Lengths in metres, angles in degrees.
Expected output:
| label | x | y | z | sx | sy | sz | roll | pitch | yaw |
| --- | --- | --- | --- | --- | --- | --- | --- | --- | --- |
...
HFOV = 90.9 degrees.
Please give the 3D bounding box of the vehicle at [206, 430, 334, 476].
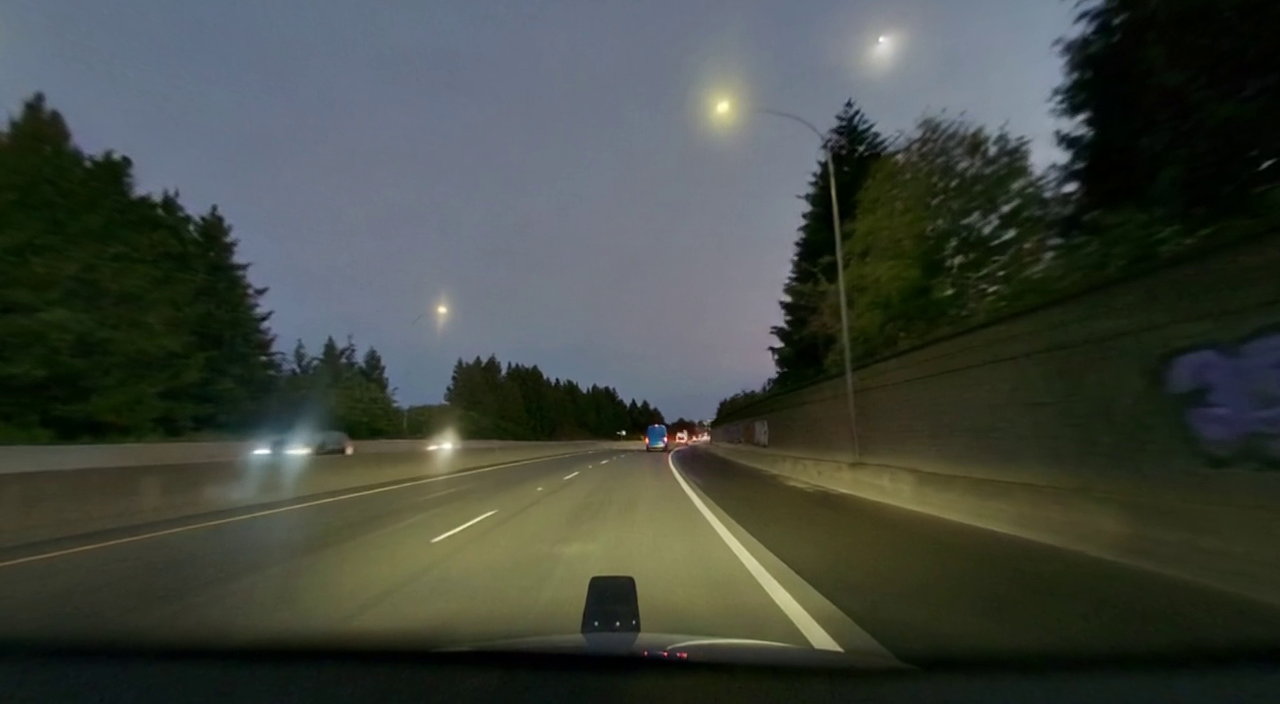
| label | x | y | z | sx | sy | sz | roll | pitch | yaw |
| --- | --- | --- | --- | --- | --- | --- | --- | --- | --- |
| vehicle | -13.438 | 3.655 | 23.255 | 1.864 | 1.511 | 4.523 | 0 | -8 | 2 |
